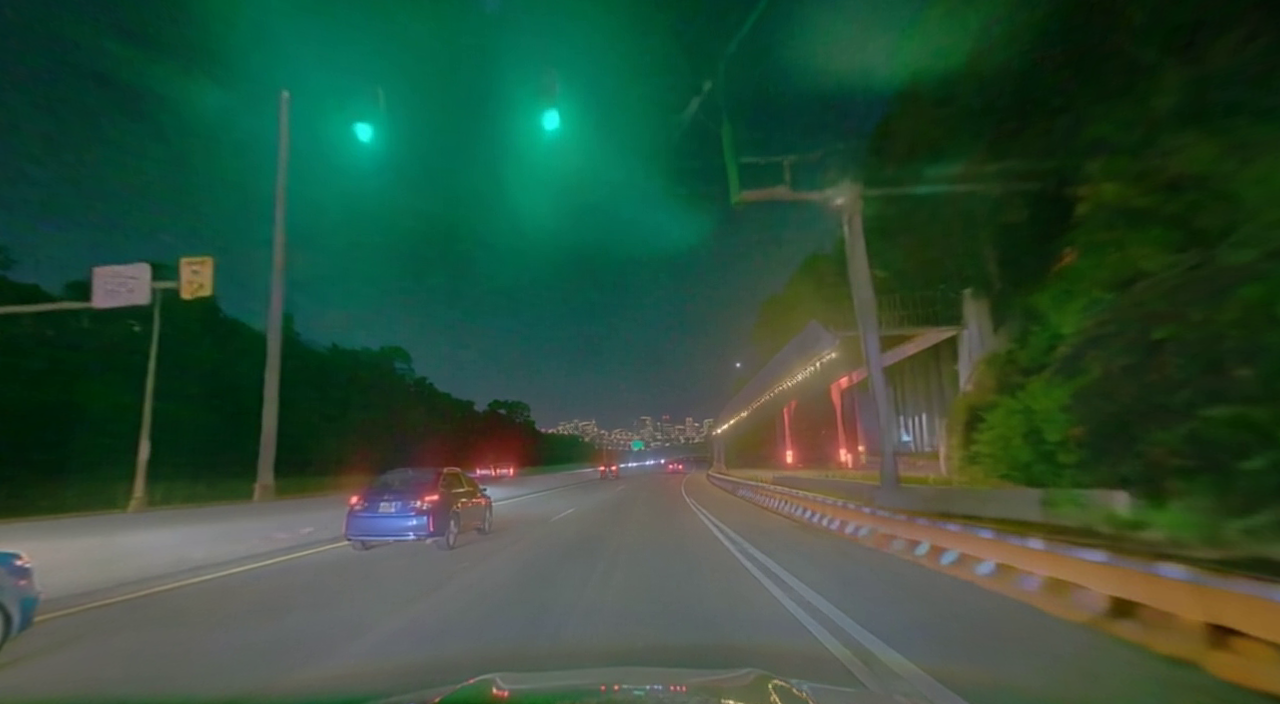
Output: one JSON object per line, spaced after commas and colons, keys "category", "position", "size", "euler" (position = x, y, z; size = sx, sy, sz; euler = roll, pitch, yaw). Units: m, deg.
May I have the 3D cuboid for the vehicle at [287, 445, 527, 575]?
{"category": "vehicle", "position": [-3.072, 2.186, 9.287], "size": [1.992, 1.466, 3.690], "euler": [0, -10, 2]}
